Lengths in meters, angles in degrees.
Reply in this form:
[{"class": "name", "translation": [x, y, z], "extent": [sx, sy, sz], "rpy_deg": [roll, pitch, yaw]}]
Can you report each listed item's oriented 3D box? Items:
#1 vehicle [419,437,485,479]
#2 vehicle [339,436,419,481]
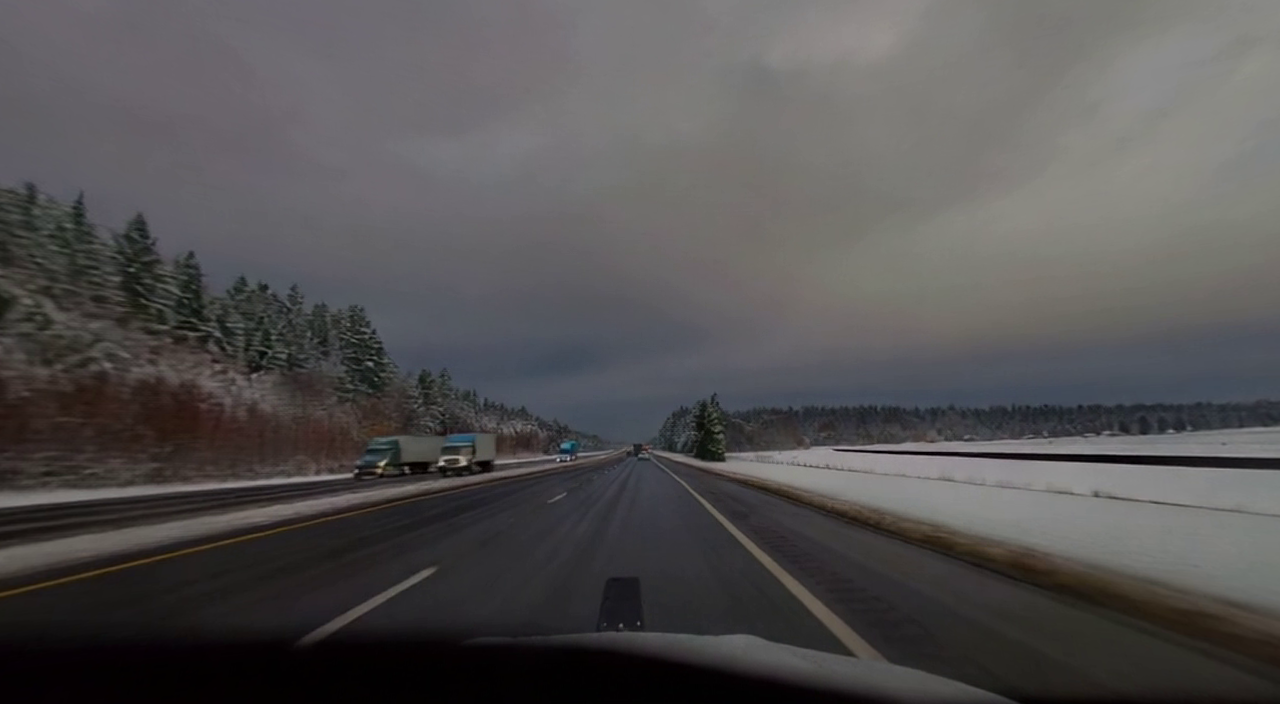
[{"class": "vehicle", "translation": [-11.712, 6.650, 39.745], "extent": [2.436, 2.436, 5.427], "rpy_deg": [0, -9, 1]}, {"class": "vehicle", "translation": [-15.231, 6.269, 37.328], "extent": [2.186, 2.416, 5.733], "rpy_deg": [0, -9, 1]}]
